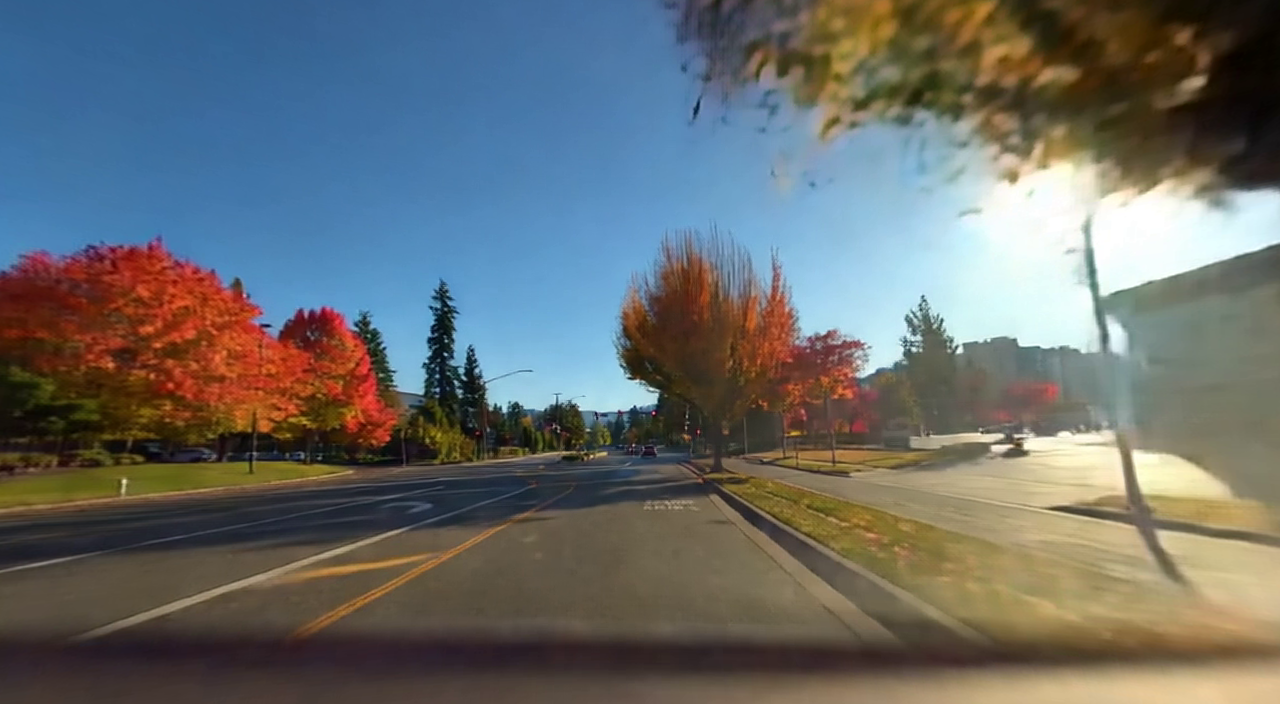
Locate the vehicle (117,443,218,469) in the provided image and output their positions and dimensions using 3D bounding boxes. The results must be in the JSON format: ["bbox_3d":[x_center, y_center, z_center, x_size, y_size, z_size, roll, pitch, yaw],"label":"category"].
[{"bbox_3d":[-30.323,6.744,40.599,4.706,1.457,1.999,3,-11,-5],"label":"vehicle"}]
